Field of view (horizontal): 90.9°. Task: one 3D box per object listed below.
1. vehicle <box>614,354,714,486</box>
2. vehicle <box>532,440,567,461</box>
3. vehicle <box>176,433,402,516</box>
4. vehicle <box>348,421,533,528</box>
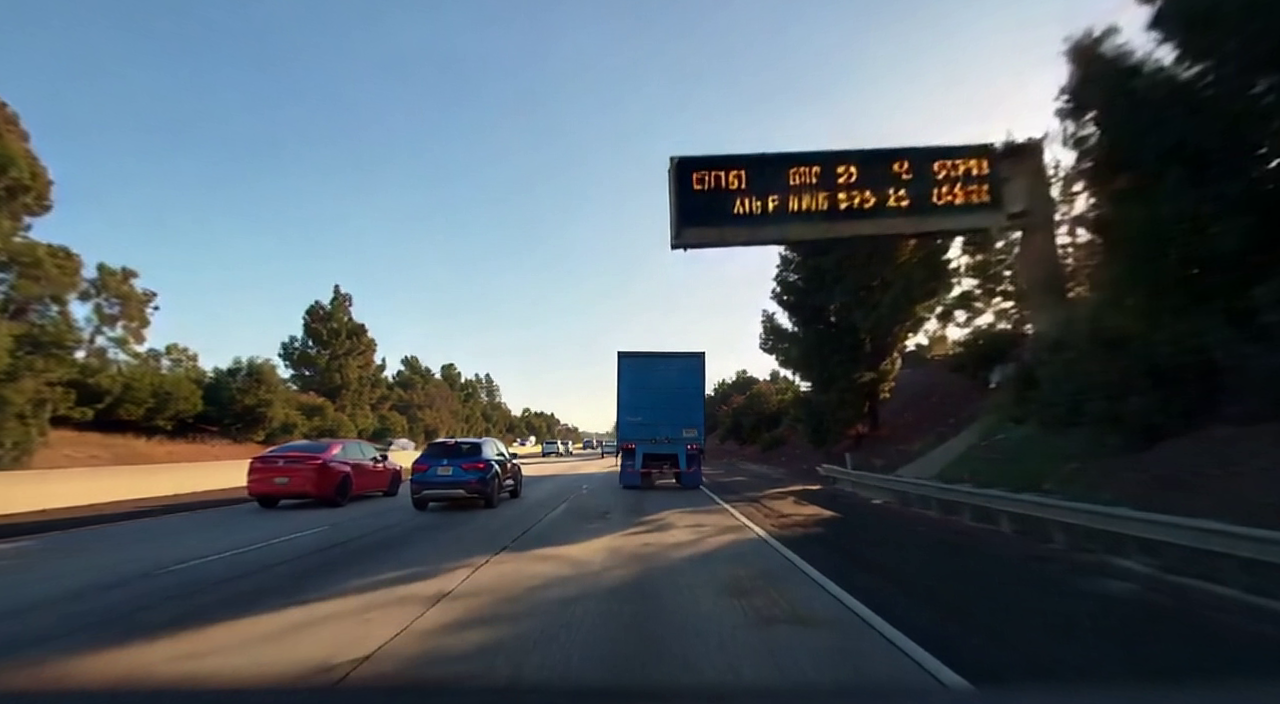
[{"bbox_3d":[0.727,2.751,23.715,2.870,3.841,10.653,0,-9,0],"label":"vehicle"},{"bbox_3d":[-6.612,7.215,46.415,1.882,1.451,4.416,0,-9,1],"label":"vehicle"},{"bbox_3d":[-7.267,2.583,13.854,2.063,1.480,4.842,0,-9,2],"label":"vehicle"},{"bbox_3d":[-3.502,2.243,12.067,2.077,1.671,4.249,0,-9,1],"label":"vehicle"}]
